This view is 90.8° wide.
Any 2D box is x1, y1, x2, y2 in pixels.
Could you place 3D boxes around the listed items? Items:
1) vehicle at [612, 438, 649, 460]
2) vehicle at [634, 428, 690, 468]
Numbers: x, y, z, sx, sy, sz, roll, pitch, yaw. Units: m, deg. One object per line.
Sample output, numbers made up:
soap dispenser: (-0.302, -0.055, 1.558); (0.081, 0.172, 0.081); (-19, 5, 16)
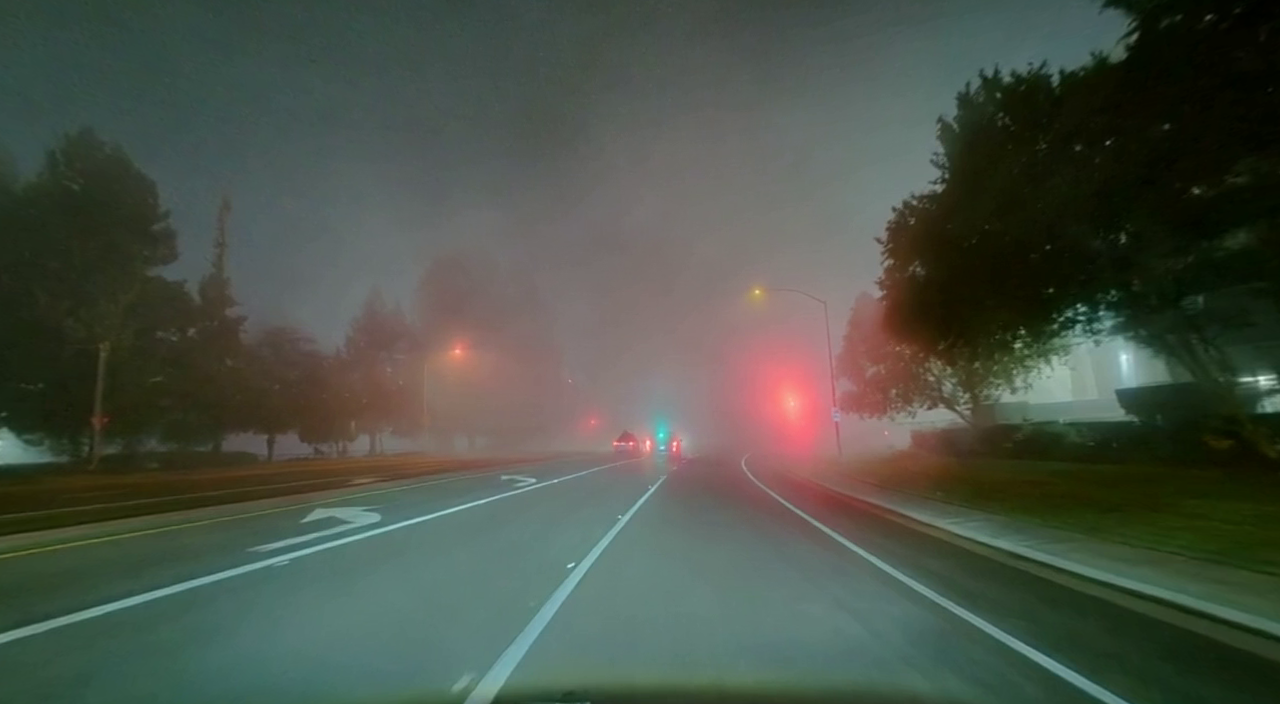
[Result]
vehicle: (-0.620, 6.993, 45.695); (1.952, 1.472, 4.312); (-2, -9, 10)
vehicle: (1.281, 5.131, 33.768); (2.356, 1.931, 4.840); (-2, -9, 9)
